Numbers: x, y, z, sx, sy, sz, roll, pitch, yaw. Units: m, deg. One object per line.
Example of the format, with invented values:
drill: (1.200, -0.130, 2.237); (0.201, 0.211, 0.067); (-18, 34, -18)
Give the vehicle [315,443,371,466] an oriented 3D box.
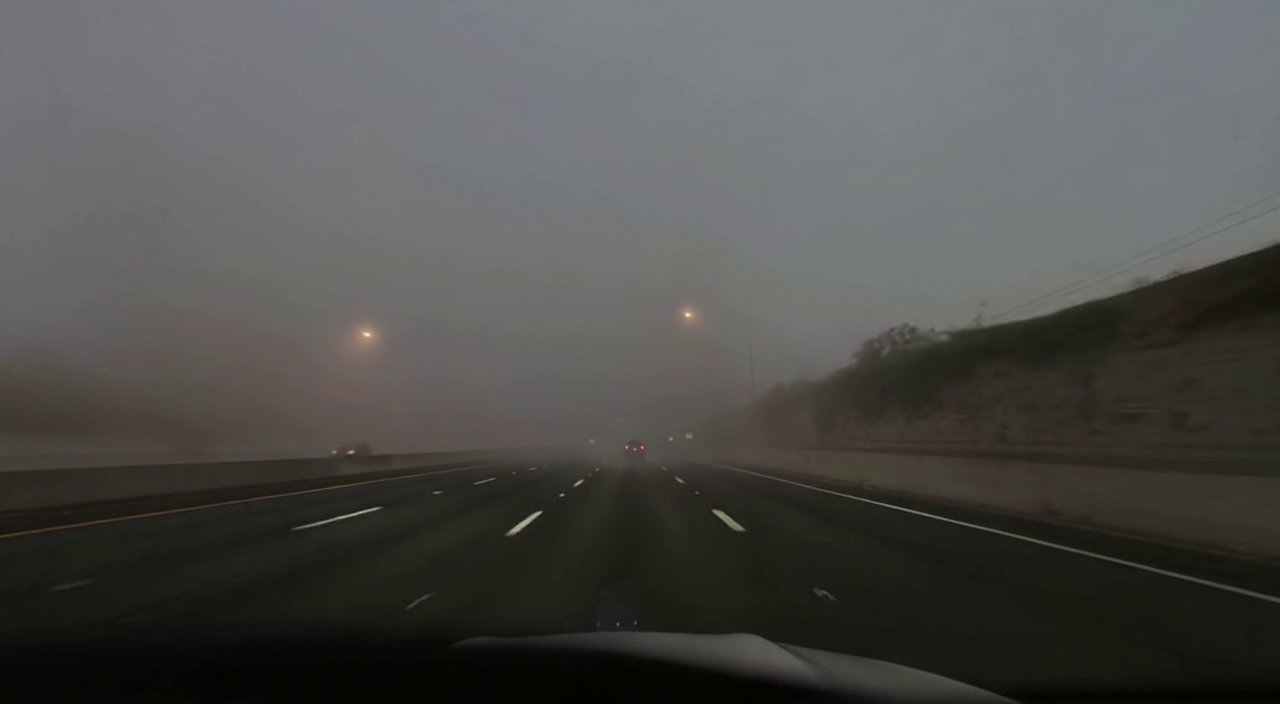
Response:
vehicle: (-21.602, 7.447, 46.199); (1.964, 1.571, 4.370); (0, -8, 0)
